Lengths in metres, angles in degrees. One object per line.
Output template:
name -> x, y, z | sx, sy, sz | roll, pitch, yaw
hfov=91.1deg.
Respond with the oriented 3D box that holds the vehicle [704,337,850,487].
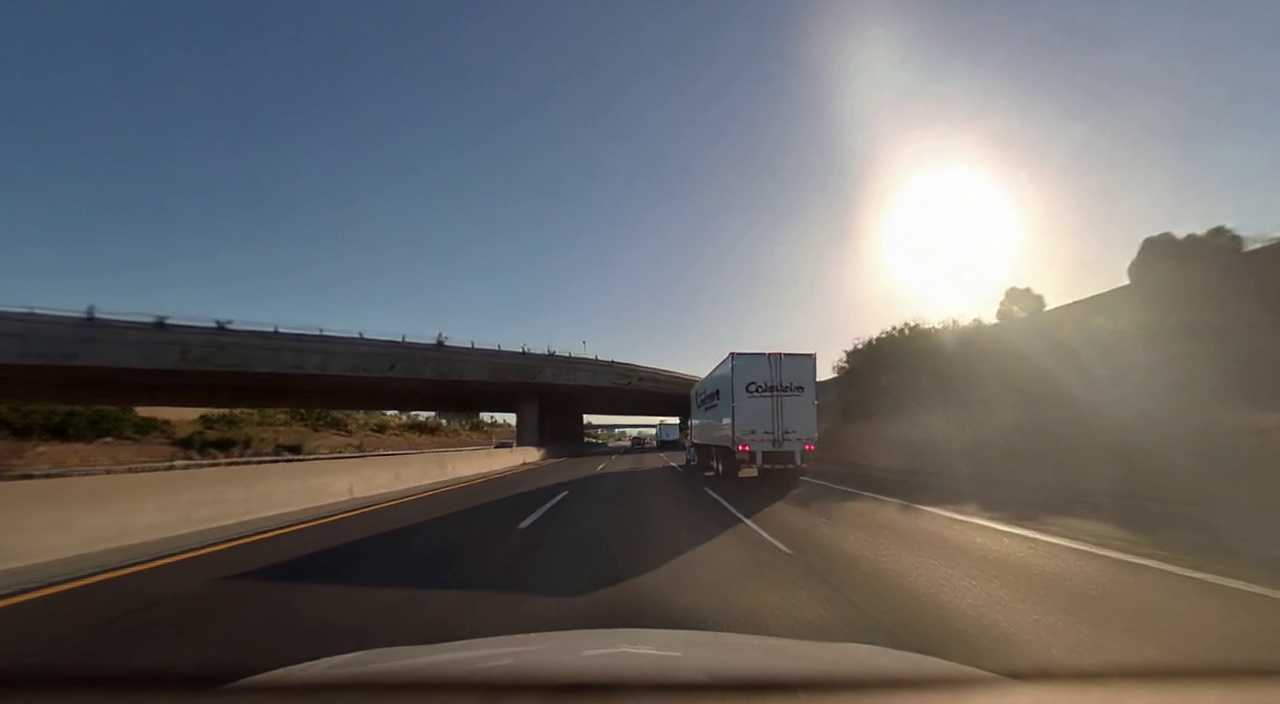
vehicle -> 4.053, 2.187, 21.083 | 2.840, 3.947, 8.920 | 0, -8, 0
